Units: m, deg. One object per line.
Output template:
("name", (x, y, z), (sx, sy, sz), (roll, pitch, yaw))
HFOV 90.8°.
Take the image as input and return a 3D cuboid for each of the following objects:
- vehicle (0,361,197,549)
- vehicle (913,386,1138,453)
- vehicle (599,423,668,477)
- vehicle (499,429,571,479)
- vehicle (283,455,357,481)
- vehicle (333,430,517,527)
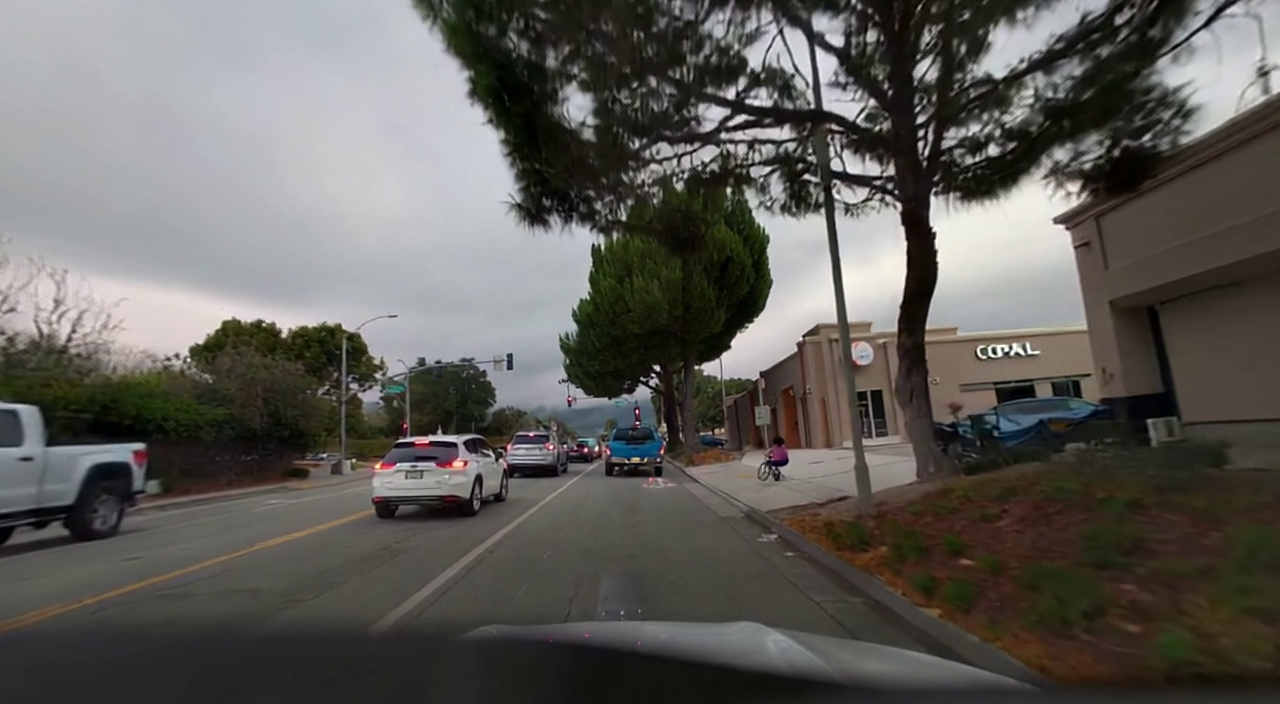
("vehicle", (-13.228, 2.163, 12.197), (3.062, 3.442, 8.771), (-8, -9, -1))
("vehicle", (8.919, 1.625, 14.794), (4.159, 1.416, 2.049), (2, -8, -13))
("vehicle", (-0.311, 3.823, 24.790), (2.426, 1.882, 5.027), (0, -9, -2))
("vehicle", (-3.949, 3.913, 24.460), (2.046, 1.750, 4.452), (0, -9, 0))
("vehicle", (-23.441, 8.488, 46.355), (4.527, 1.584, 1.883), (-3, -7, 2))
("vehicle", (-3.738, 2.282, 11.931), (2.064, 1.486, 4.140), (0, -9, -1))
